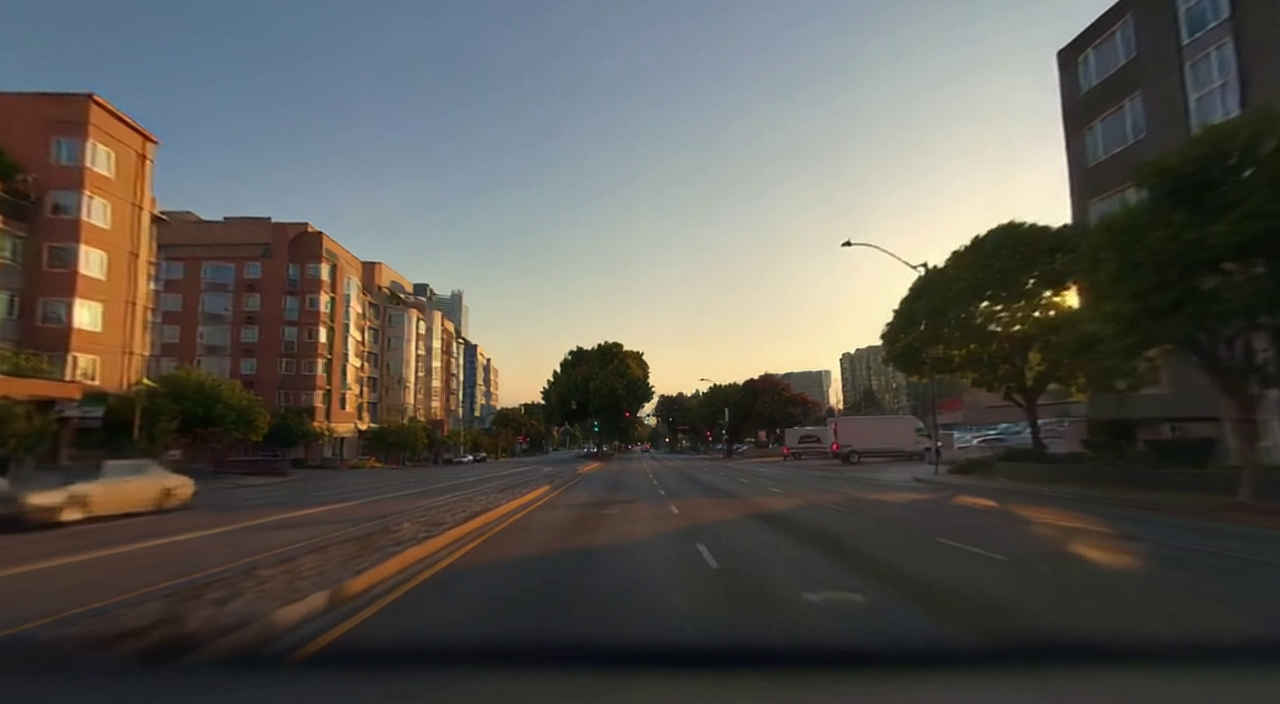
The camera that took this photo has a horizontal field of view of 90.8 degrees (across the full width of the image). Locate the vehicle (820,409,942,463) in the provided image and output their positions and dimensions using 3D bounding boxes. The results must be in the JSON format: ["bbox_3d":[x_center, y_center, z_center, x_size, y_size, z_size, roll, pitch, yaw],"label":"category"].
[{"bbox_3d":[16.619,5.824,43.893,7.225,3.553,2.709,0,-9,-4],"label":"vehicle"}]

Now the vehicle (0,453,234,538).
[{"bbox_3d":[-11.810,3.125,14.441,1.918,1.546,4.683,0,-9,0],"label":"vehicle"}]
